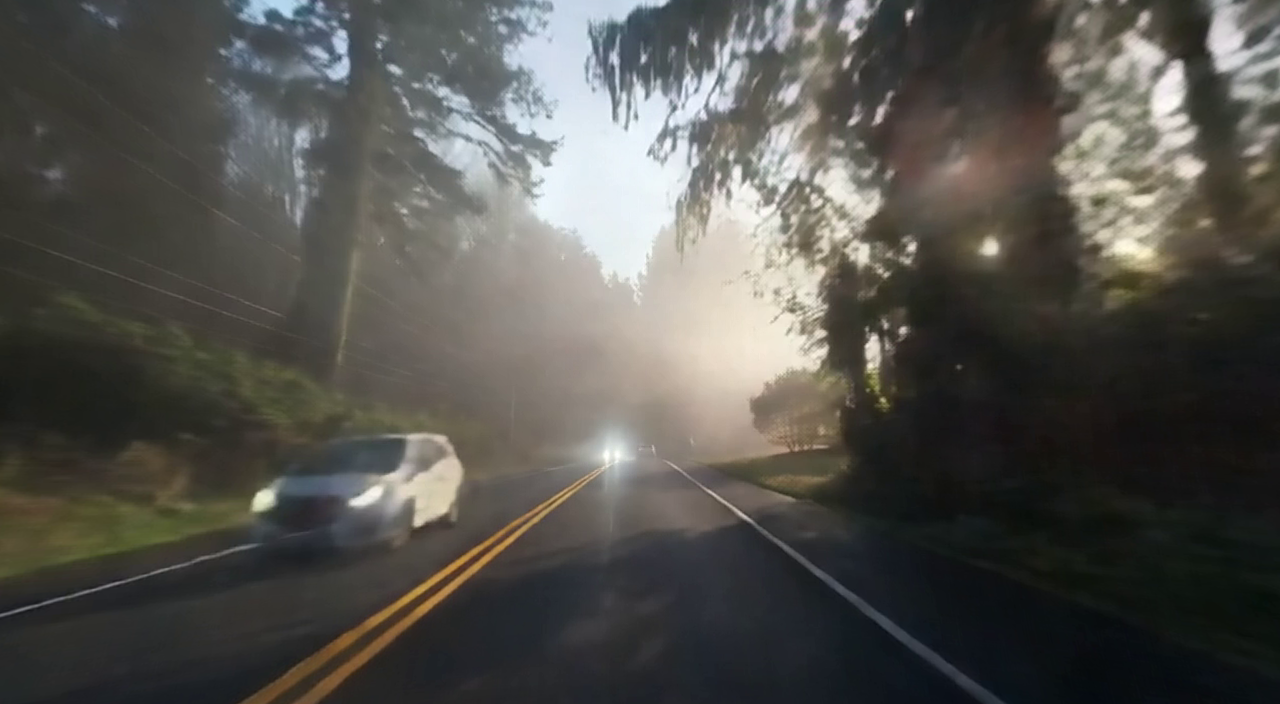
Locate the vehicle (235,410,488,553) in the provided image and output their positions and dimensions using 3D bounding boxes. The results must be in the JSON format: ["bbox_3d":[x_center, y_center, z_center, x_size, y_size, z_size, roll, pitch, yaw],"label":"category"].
[{"bbox_3d":[-4.015,1.943,10.149,2.041,1.771,4.452,0,-8,0],"label":"vehicle"}]
